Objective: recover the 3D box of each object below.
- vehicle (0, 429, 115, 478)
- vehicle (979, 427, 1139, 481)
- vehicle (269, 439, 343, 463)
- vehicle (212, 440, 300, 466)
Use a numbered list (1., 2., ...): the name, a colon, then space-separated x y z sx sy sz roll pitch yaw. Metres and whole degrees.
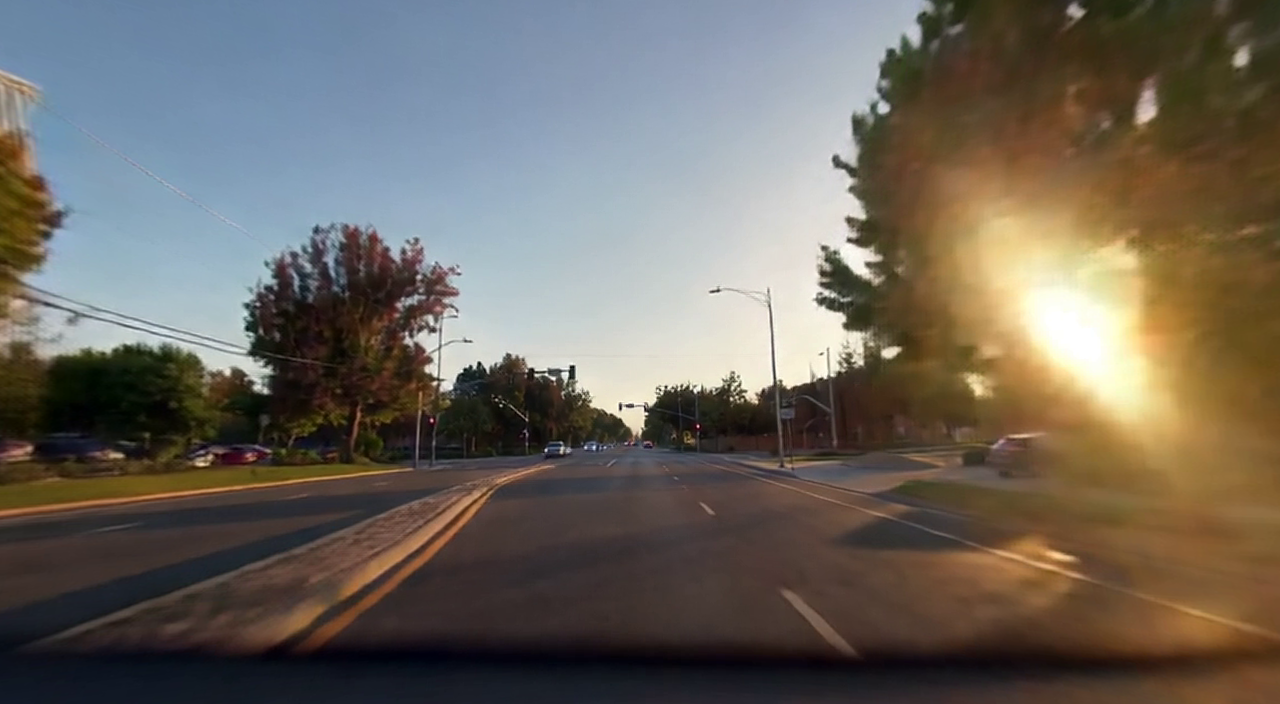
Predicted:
1. vehicle: -23.972 3.959 24.630 4.928 1.783 2.153 0 -8 1
2. vehicle: 14.297 3.460 21.593 4.276 1.703 2.088 2 -9 -14
3. vehicle: -23.394 6.924 44.192 4.043 1.551 1.988 -1 -9 2
4. vehicle: -23.493 6.192 38.669 4.116 1.548 1.923 0 -8 0
